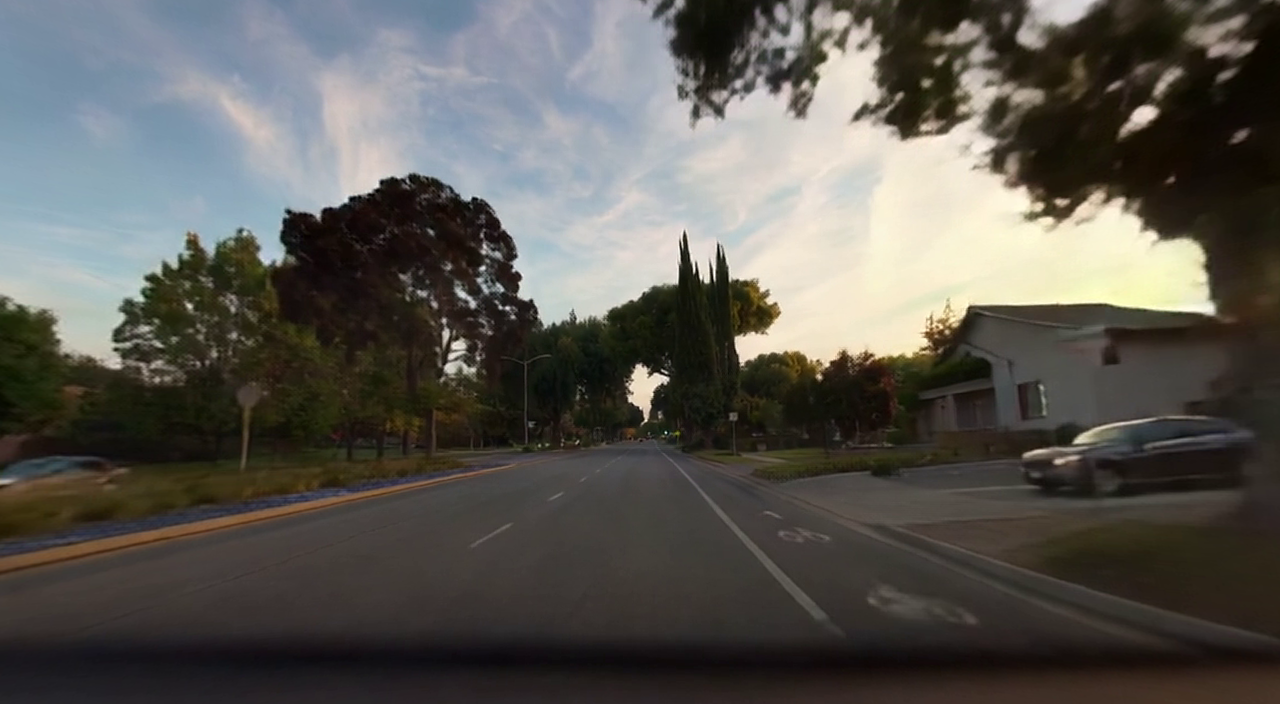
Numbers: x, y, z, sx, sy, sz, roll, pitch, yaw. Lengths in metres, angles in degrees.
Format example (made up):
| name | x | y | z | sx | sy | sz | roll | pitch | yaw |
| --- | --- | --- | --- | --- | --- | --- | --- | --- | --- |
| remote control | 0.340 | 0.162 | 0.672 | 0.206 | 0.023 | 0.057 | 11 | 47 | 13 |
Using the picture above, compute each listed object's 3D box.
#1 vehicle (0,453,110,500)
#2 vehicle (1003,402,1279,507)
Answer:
| name | x | y | z | sx | sy | sz | roll | pitch | yaw |
| --- | --- | --- | --- | --- | --- | --- | --- | --- | --- |
| vehicle | -22.275 | 4.453 | 22.836 | 1.989 | 1.477 | 4.760 | 0 | -8 | 1 |
| vehicle | 10.140 | 1.946 | 12.482 | 2.199 | 1.661 | 4.495 | 3 | -8 | -31 |
